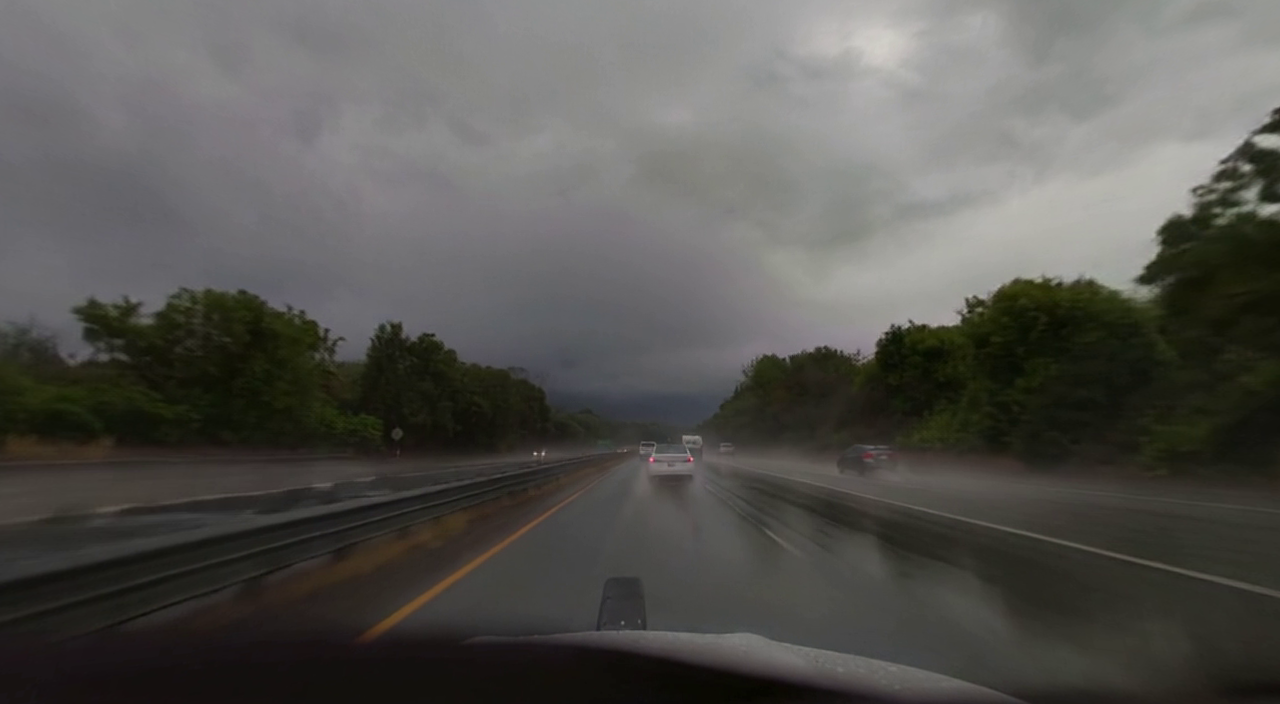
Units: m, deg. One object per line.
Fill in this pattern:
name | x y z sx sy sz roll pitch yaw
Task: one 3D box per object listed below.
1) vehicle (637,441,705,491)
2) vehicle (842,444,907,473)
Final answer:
vehicle | 0.943 3.756 21.151 2.053 1.483 4.185 0 -9 0
vehicle | 12.672 5.782 34.315 1.926 1.483 3.528 1 -9 -4
